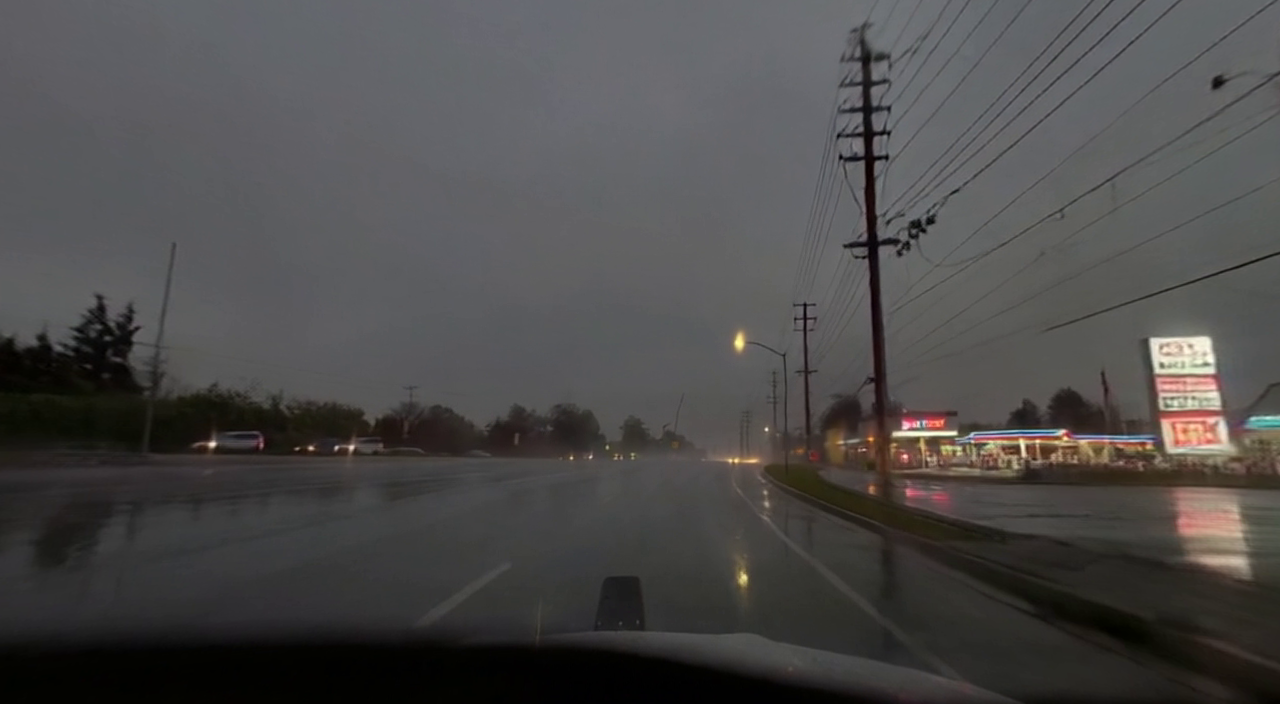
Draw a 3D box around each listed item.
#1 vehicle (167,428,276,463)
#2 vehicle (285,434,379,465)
[{"bbox_3d":[-23.245,5.194,34.978,5.426,1.822,2.014,-2,-9,19],"label":"vehicle"},{"bbox_3d":[-20.890,6.622,42.726,5.785,2.002,2.241,-4,-9,19],"label":"vehicle"}]
